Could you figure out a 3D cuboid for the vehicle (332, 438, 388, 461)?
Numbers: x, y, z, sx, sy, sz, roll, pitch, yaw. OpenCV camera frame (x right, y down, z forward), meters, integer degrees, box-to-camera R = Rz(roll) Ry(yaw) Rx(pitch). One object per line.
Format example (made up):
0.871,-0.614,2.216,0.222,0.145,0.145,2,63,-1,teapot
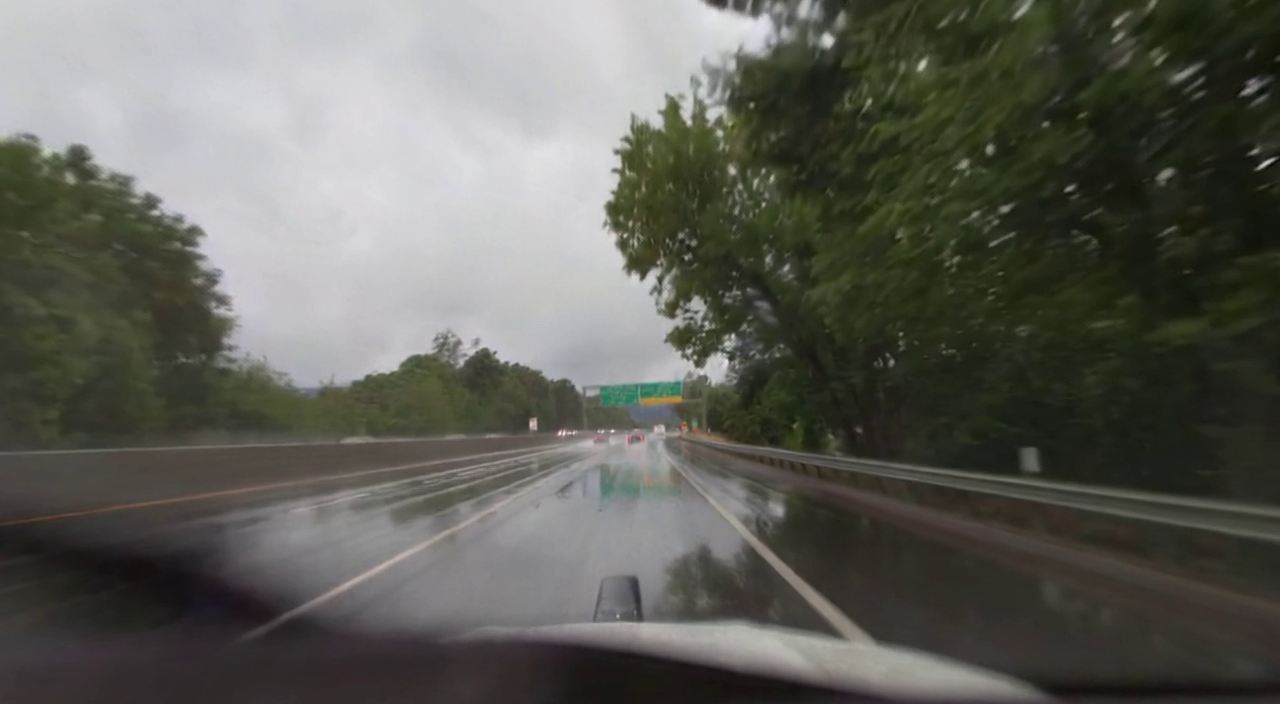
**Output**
-19.341,6.734,43.768,1.855,1.478,4.328,0,-7,1,vehicle
